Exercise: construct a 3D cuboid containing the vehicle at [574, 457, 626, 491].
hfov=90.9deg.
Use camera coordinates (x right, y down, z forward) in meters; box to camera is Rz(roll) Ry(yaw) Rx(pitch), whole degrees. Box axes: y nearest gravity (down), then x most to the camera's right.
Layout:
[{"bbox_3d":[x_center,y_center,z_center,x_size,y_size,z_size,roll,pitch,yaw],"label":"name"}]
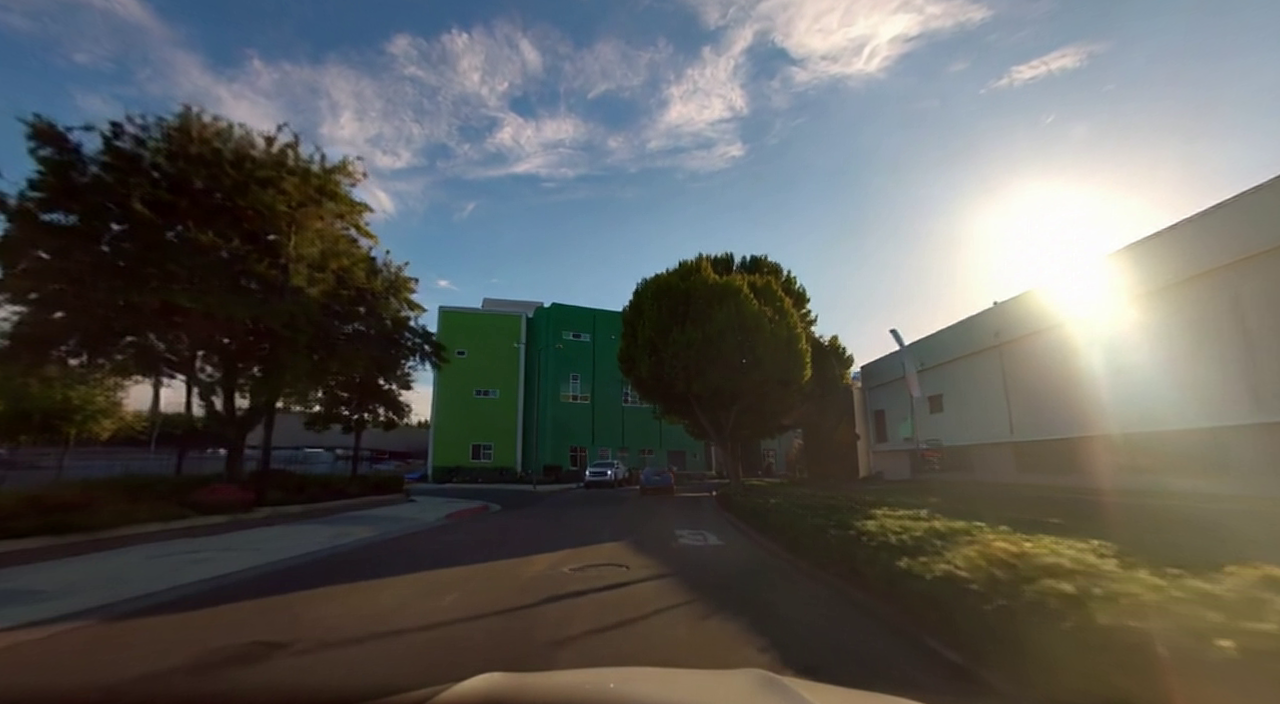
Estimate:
[{"bbox_3d":[-2.240,7.060,36.674,2.022,1.776,4.625,-2,-10,9],"label":"vehicle"}]
